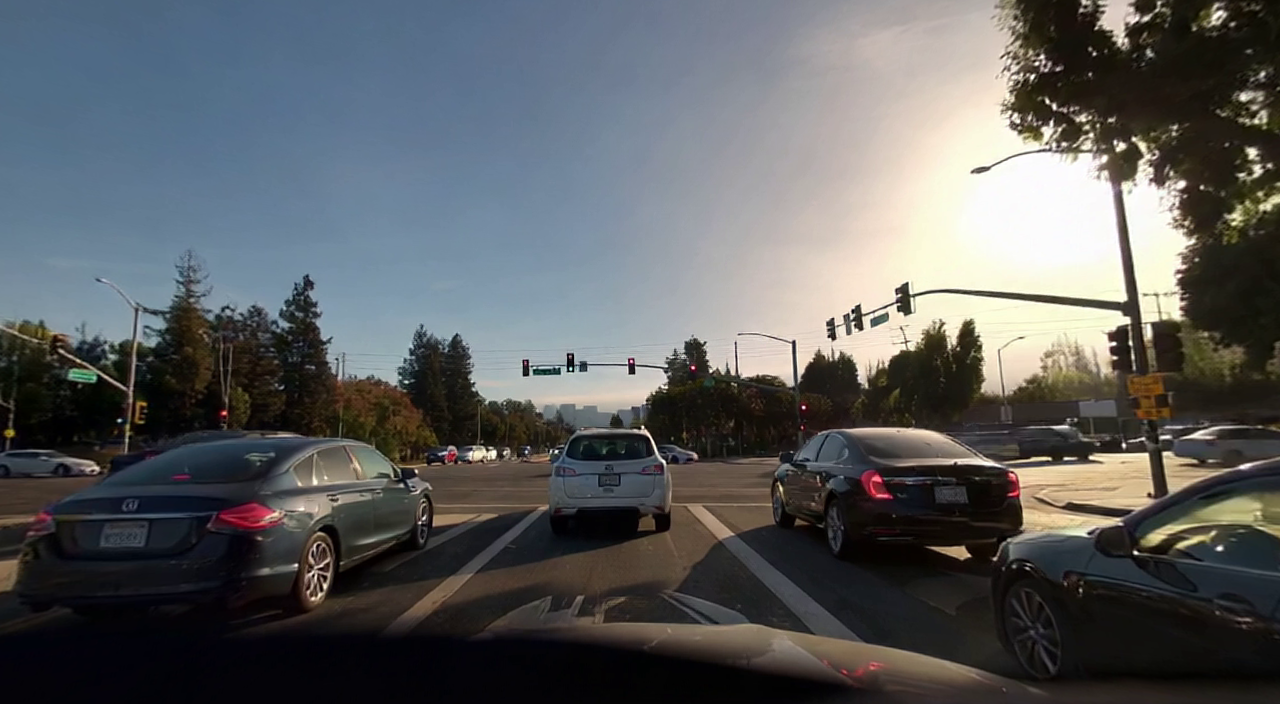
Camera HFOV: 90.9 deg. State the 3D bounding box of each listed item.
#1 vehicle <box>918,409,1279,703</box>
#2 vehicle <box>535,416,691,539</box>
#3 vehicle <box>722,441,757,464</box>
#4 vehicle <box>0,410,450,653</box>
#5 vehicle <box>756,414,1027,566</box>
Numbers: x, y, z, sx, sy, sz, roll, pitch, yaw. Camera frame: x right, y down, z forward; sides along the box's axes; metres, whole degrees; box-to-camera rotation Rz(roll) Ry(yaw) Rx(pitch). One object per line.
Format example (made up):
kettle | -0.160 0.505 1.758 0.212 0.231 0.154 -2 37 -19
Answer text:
vehicle | 3.257 1.025 2.846 1.960 1.460 4.233 0 -8 -2
vehicle | -0.405 2.088 11.059 2.215 1.749 3.976 0 -8 -1
vehicle | 7.638 7.753 48.775 1.986 1.701 4.380 0 -8 -1
vehicle | -3.538 1.440 6.171 1.941 1.492 4.399 0 -8 1
vehicle | 3.294 1.899 9.487 2.097 1.707 4.461 0 -8 -2
